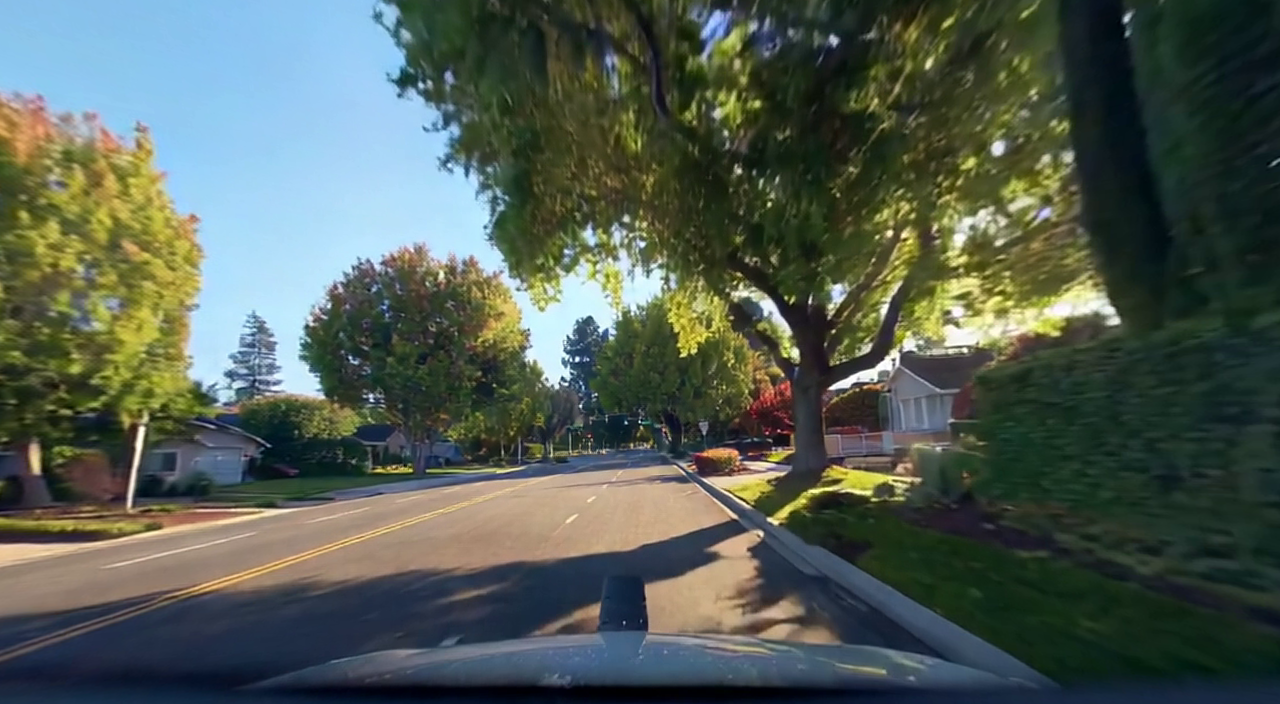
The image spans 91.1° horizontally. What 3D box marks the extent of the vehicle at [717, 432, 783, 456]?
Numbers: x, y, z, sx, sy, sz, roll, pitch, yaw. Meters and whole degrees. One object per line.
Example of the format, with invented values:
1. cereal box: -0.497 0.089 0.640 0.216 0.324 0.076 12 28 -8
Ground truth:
1. vehicle: 8.619 7.213 49.118 4.636 1.823 1.997 3 -9 -18
